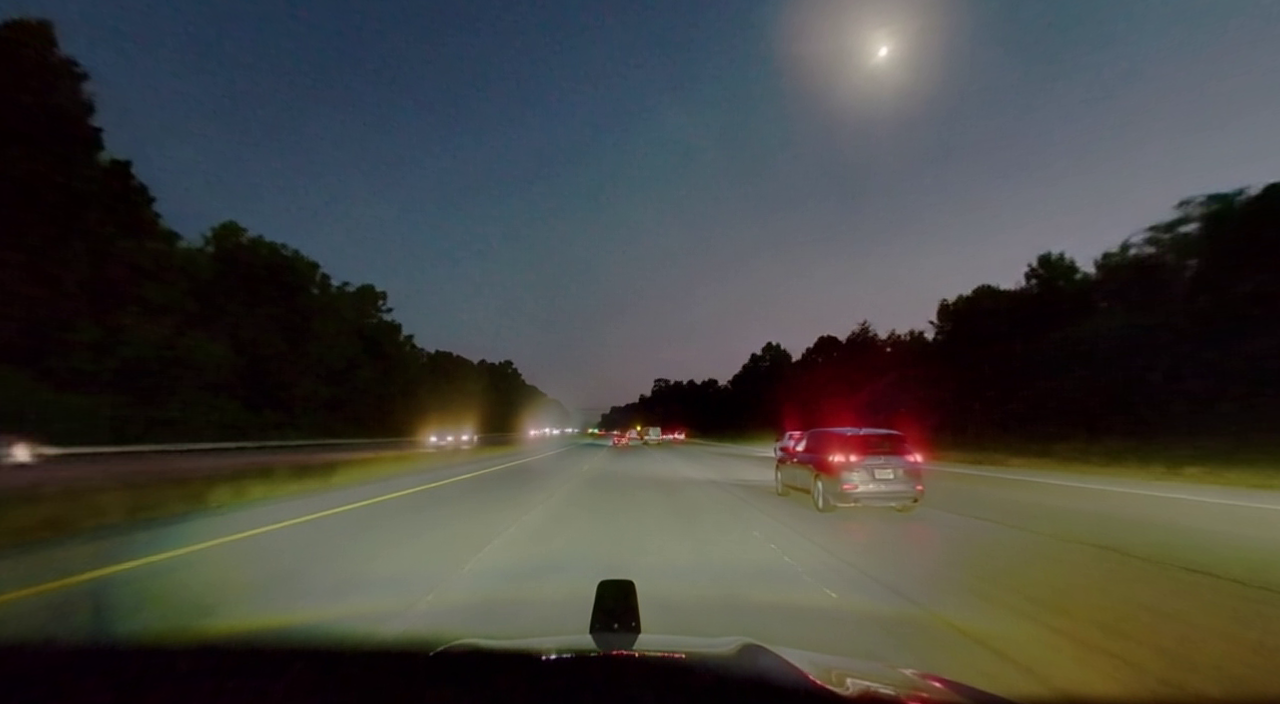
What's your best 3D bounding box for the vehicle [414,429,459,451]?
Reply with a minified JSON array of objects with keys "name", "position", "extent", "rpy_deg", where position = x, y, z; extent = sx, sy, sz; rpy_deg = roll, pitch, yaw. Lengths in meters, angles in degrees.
[{"name":"vehicle","position":[-13.303,5.762,41.273],"extent":[1.758,1.408,3.818],"rpy_deg":[0,-8,-1]}]
